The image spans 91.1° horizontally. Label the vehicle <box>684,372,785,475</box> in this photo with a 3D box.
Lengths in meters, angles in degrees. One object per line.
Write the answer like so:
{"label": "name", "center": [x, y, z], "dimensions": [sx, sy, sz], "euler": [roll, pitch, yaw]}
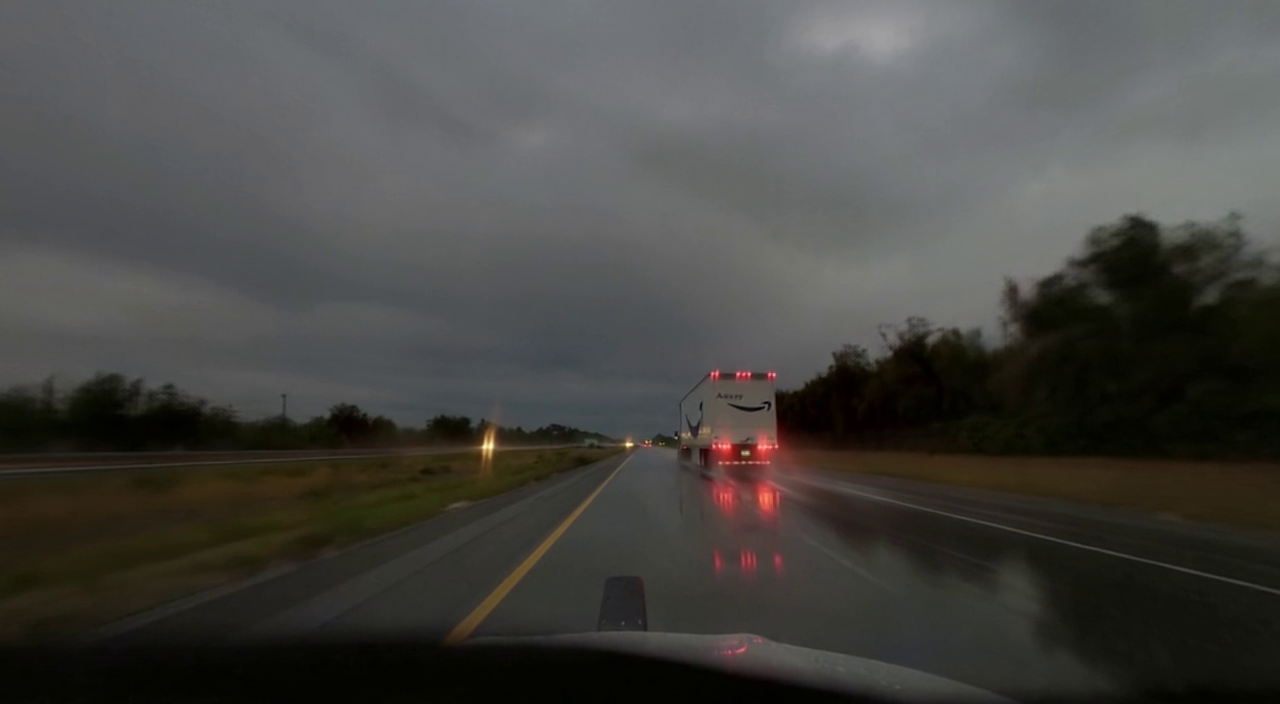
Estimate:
{"label": "vehicle", "center": [4.596, 4.253, 35.154], "dimensions": [3.190, 4.365, 16.625], "euler": [0, -8, 0]}
